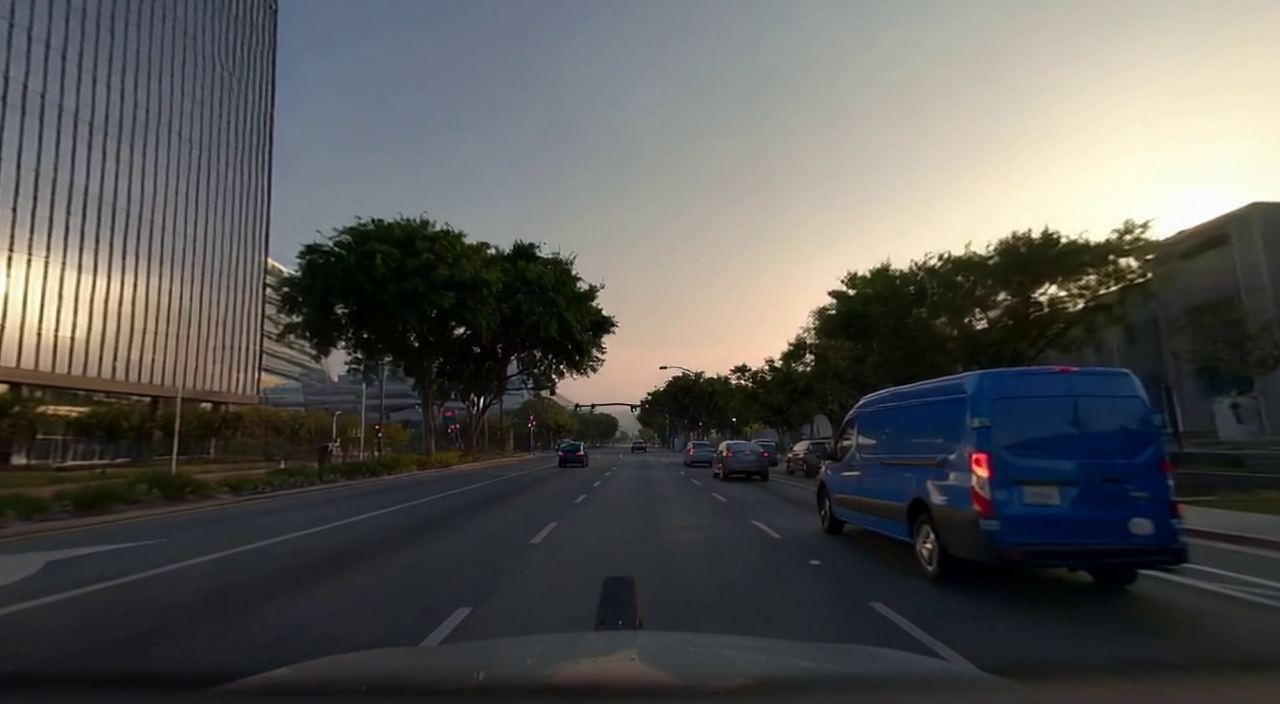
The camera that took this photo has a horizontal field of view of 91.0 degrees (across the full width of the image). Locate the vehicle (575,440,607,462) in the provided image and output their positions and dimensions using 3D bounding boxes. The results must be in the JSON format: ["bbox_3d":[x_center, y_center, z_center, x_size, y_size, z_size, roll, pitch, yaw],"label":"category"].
[{"bbox_3d":[-3.475,7.123,45.496,1.864,1.464,4.195,0,-8,1],"label":"vehicle"}]

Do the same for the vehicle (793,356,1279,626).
[{"bbox_3d":[3.528,1.359,7.134,2.200,1.914,5.145,0,-8,-1],"label":"vehicle"}]

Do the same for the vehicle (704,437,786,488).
[{"bbox_3d":[3.304,3.554,20.594,1.867,1.493,4.190,0,-8,-2],"label":"vehicle"}]
